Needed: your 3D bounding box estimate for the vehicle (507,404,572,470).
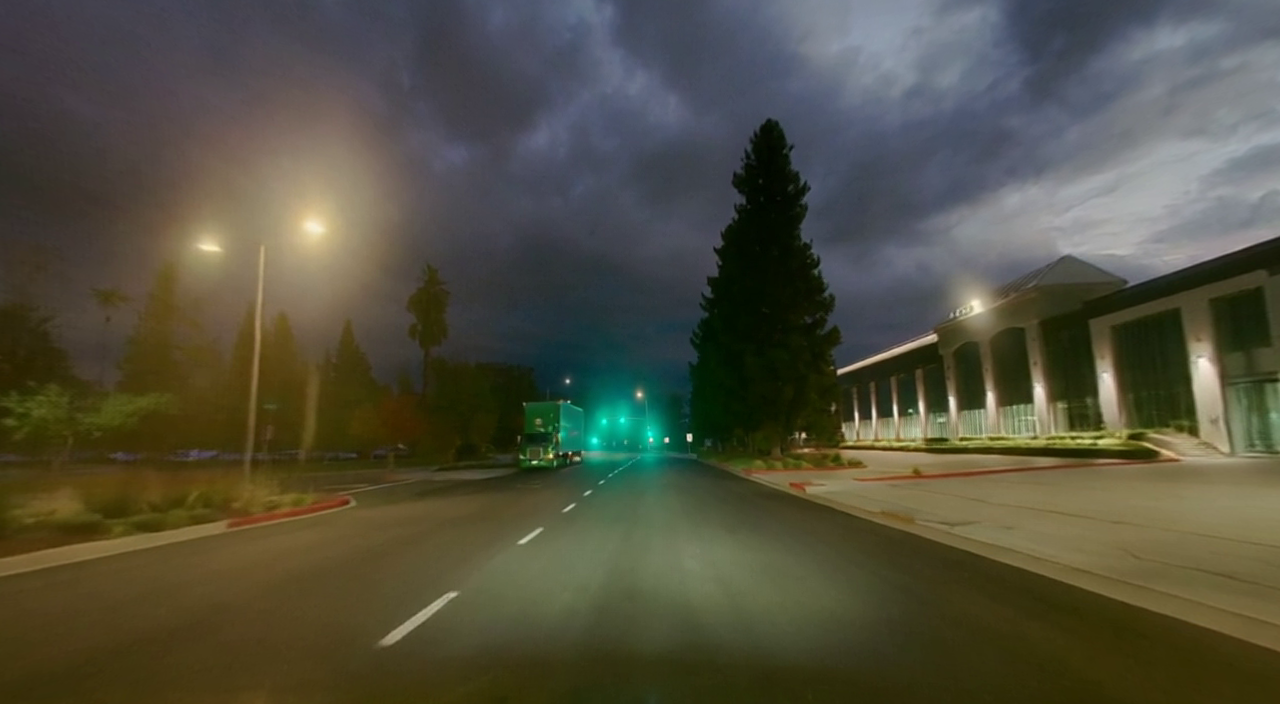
[{"bbox_3d":[-6.669,5.877,43.114,3.053,4.058,8.110,0,-9,0],"label":"vehicle"}]
